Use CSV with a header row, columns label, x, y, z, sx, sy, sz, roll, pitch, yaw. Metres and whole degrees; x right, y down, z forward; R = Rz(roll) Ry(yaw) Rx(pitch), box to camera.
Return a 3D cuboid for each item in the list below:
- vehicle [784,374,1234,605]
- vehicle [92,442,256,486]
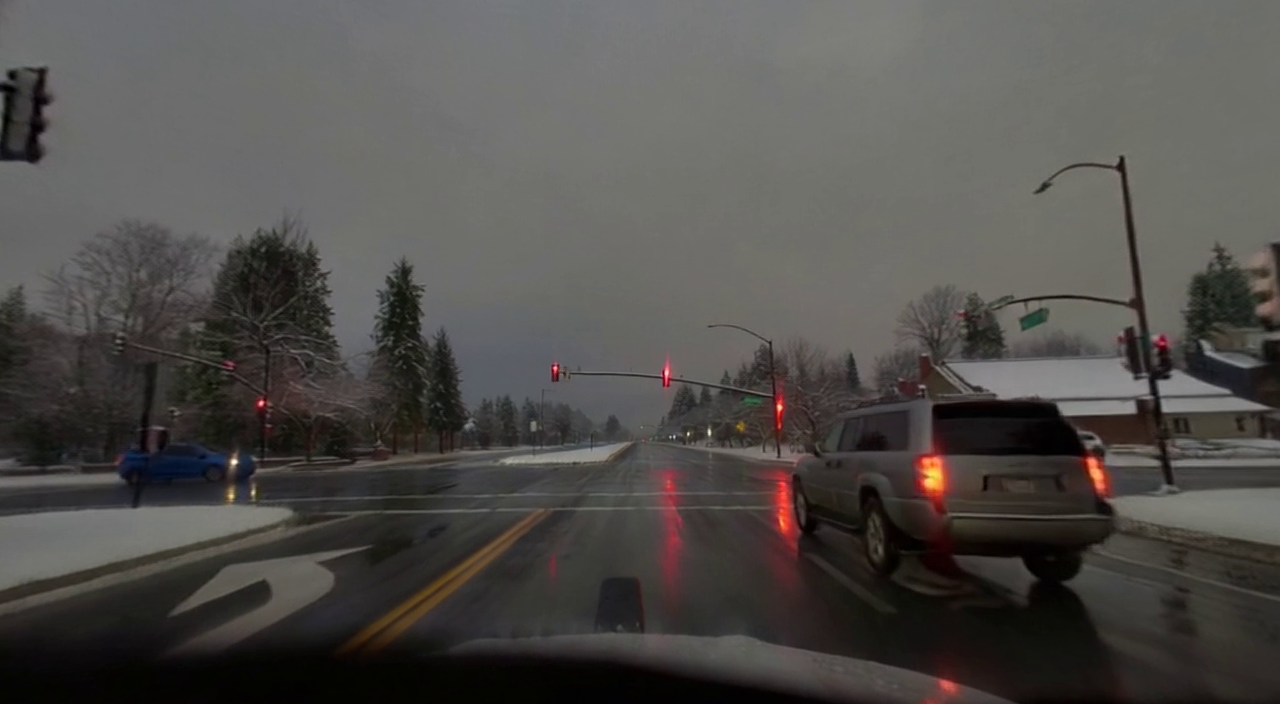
label,x,y,z,sx,sy,sz,roll,pitch,yaw
vehicle,3.463,1.436,7.473,2.229,1.795,4.927,0,-9,-1
vehicle,-18.503,4.447,25.338,4.737,1.659,2.042,1,-9,-10
